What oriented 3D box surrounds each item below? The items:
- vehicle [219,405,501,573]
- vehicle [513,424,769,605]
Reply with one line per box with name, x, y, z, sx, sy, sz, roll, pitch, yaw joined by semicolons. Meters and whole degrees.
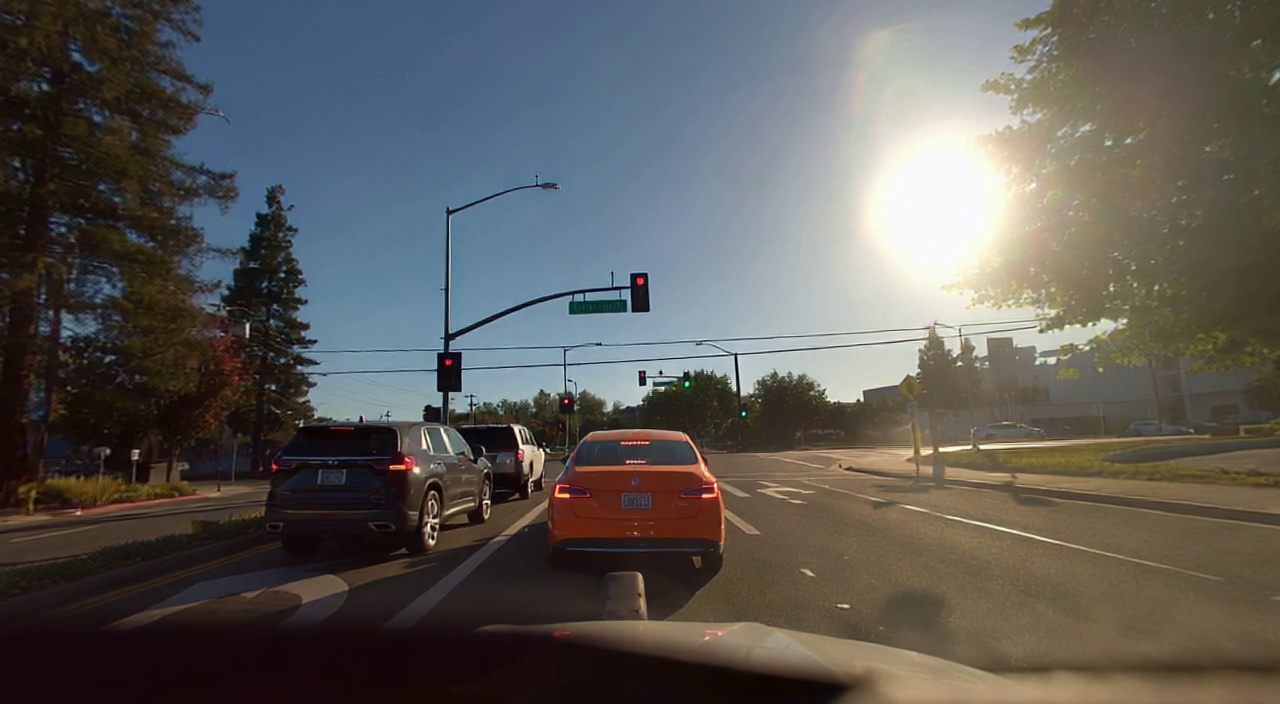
vehicle;-3.420;1.755;8.834;2.046;1.751;4.208;0;-8;-1
vehicle;-0.046;1.646;7.307;2.126;1.475;3.967;0;-8;-2
